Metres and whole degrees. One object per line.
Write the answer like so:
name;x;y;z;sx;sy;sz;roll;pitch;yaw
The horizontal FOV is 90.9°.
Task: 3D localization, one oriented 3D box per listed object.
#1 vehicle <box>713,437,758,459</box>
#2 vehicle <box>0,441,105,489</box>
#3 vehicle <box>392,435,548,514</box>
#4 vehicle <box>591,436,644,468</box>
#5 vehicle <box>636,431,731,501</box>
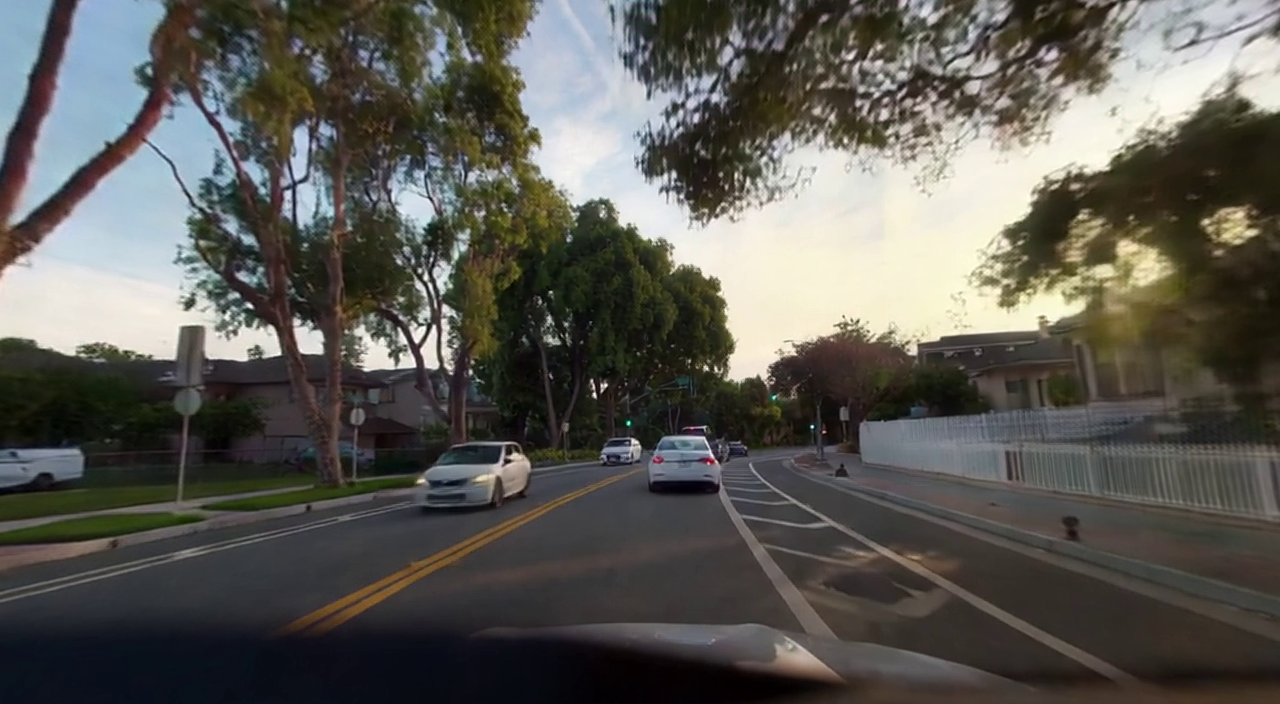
vehicle;7.542;7.502;49.300;1.988;1.601;4.353;-5;-10;30
vehicle;-20.142;3.564;20.079;1.937;1.450;4.422;-1;-8;9
vehicle;-3.592;2.676;14.333;1.961;1.498;4.401;-1;-8;5
vehicle;-1.196;5.729;36.159;2.082;1.682;4.623;-1;-9;11
vehicle;1.060;2.818;15.932;2.070;1.516;3.936;0;-8;3
